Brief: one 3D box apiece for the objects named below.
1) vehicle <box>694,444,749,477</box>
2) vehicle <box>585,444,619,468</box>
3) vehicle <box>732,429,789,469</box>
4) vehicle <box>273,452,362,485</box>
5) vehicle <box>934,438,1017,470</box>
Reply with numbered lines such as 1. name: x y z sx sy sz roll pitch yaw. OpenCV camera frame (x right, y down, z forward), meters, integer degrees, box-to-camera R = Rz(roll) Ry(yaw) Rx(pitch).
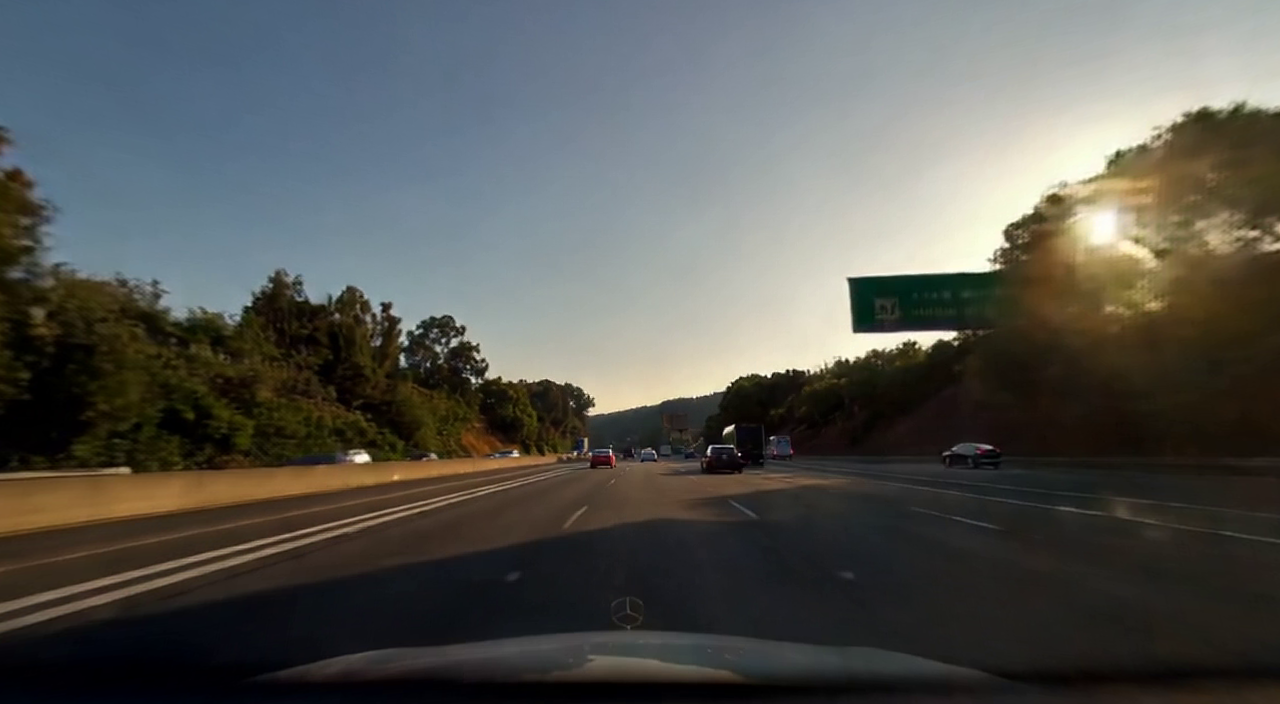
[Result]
1. vehicle: 3.977 5.397 31.636 2.080 1.493 4.674 0 -9 -1
2. vehicle: -2.648 7.356 44.652 2.060 1.587 4.093 0 -9 1
3. vehicle: 8.220 6.684 43.556 2.729 2.628 4.875 0 -9 -2
4. vehicle: -15.842 5.732 31.256 1.985 1.470 4.400 0 -9 1
5. vehicle: 22.663 6.899 42.936 2.221 1.995 5.803 0 -9 -3
